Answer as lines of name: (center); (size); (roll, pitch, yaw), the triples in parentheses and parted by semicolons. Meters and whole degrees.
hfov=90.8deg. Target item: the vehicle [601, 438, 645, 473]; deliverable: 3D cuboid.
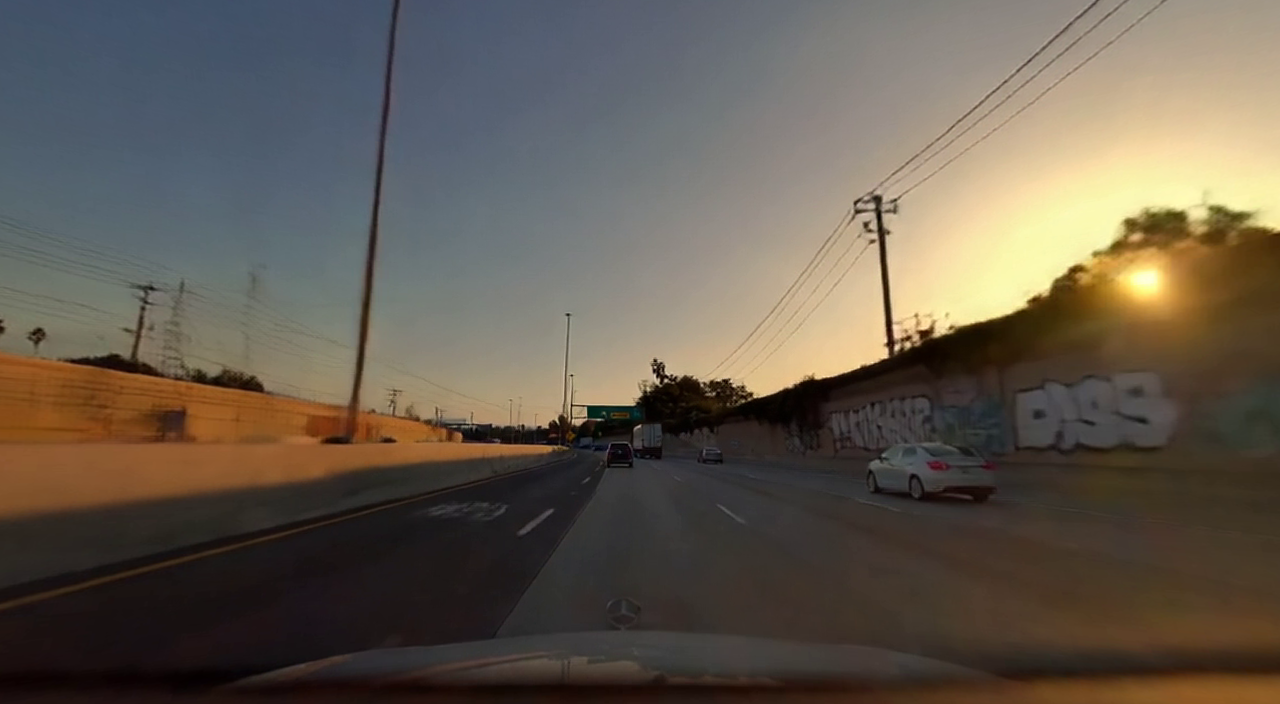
vehicle: (-0.898, 5.416, 33.195); (2.191, 1.685, 3.353); (0, -9, -2)

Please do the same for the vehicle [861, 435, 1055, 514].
vehicle: (7.088, 2.769, 14.805); (2.032, 1.525, 4.631); (0, -9, -2)
